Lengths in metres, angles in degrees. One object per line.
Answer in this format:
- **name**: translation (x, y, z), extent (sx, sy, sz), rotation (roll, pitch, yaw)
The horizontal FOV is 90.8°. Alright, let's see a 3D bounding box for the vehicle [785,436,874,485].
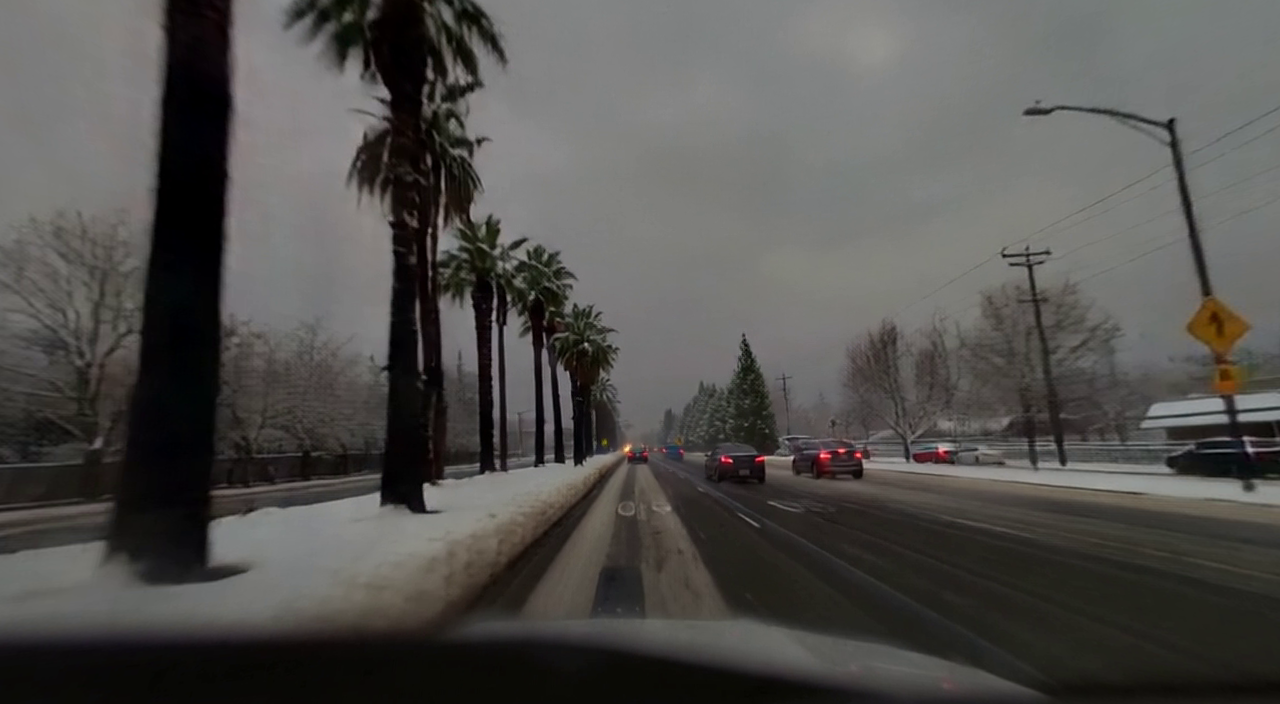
- **vehicle**: translation (7.023, 4.059, 23.918), extent (1.916, 1.646, 4.258), rotation (0, -9, -1)

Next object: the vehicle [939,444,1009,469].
- **vehicle**: translation (20.976, 6.576, 39.883), extent (1.852, 1.448, 4.601), rotation (0, -8, -1)

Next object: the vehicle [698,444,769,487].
- **vehicle**: translation (3.444, 4.269, 24.091), extent (1.875, 1.452, 4.453), rotation (0, -9, -2)

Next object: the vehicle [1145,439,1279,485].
- **vehicle**: translation (21.144, 3.916, 22.811), extent (1.943, 1.467, 4.706), rotation (0, -8, 0)

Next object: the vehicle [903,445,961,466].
- **vehicle**: translation (20.961, 7.440, 45.535), extent (1.844, 1.464, 4.546), rotation (0, -9, -2)

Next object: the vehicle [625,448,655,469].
- **vehicle**: translation (-0.060, 7.593, 45.259), extent (2.031, 1.444, 4.361), rotation (0, -8, -1)
